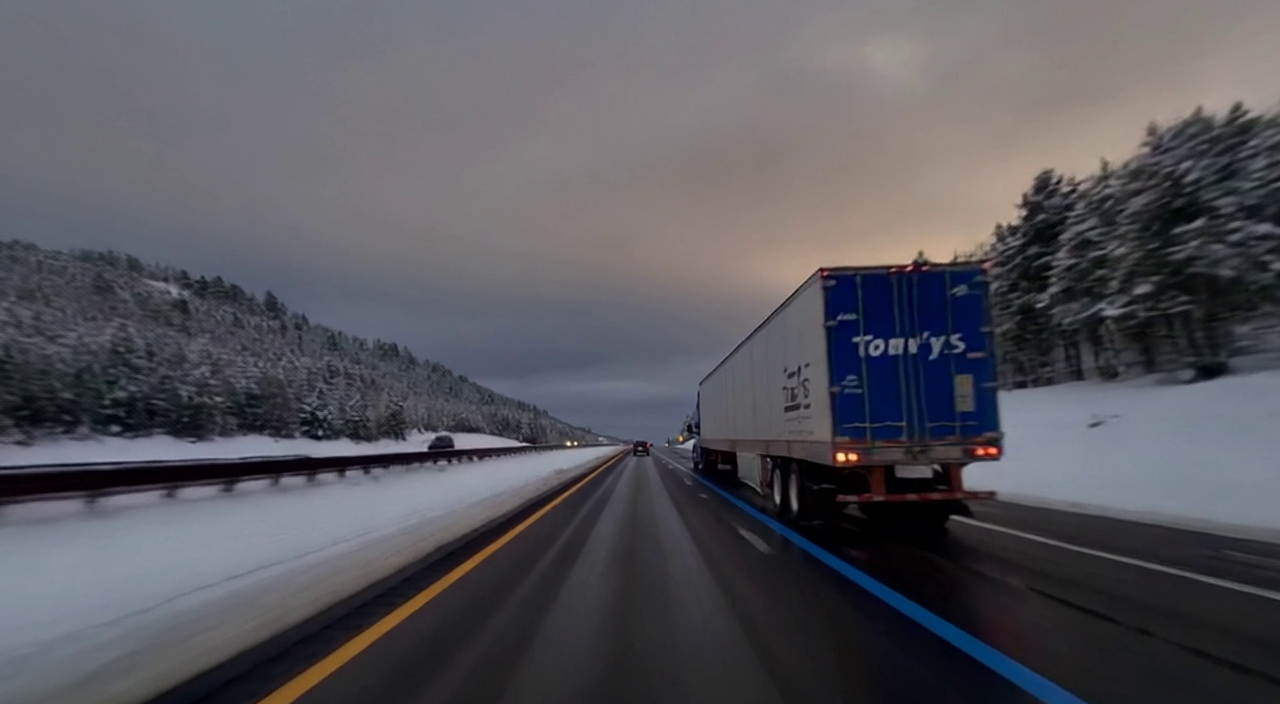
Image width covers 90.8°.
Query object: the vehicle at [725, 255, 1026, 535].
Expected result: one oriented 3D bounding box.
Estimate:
[{"bbox_3d":[4.221,1.295,14.536,3.039,4.342,9.556,0,-8,-1],"label":"vehicle"}]
